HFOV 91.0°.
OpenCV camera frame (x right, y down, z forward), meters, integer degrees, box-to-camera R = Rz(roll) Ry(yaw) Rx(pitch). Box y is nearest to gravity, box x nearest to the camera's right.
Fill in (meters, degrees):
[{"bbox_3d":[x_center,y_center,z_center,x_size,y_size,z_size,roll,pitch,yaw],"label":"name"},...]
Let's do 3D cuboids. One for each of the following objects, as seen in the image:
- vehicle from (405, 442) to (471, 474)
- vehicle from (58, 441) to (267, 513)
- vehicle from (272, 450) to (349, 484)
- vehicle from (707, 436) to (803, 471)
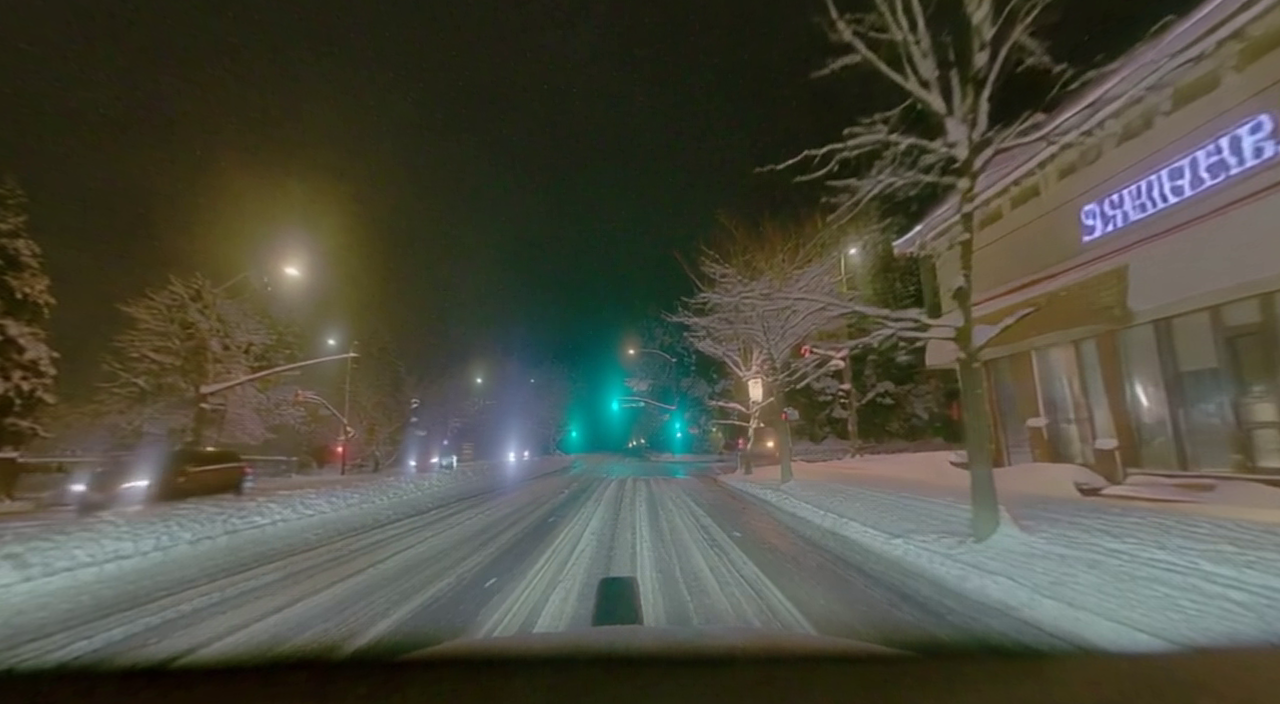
[{"bbox_3d":[-12.083,6.378,38.061,2.333,1.775,4.889,0,-9,0],"label":"vehicle"},{"bbox_3d":[-12.499,3.263,16.979,2.145,1.660,4.423,0,-9,0],"label":"vehicle"},{"bbox_3d":[-16.775,5.821,32.285,1.768,1.532,4.216,-1,-8,-1],"label":"vehicle"},{"bbox_3d":[5.825,5.099,31.823,4.361,1.607,2.191,5,-10,-32],"label":"vehicle"}]
